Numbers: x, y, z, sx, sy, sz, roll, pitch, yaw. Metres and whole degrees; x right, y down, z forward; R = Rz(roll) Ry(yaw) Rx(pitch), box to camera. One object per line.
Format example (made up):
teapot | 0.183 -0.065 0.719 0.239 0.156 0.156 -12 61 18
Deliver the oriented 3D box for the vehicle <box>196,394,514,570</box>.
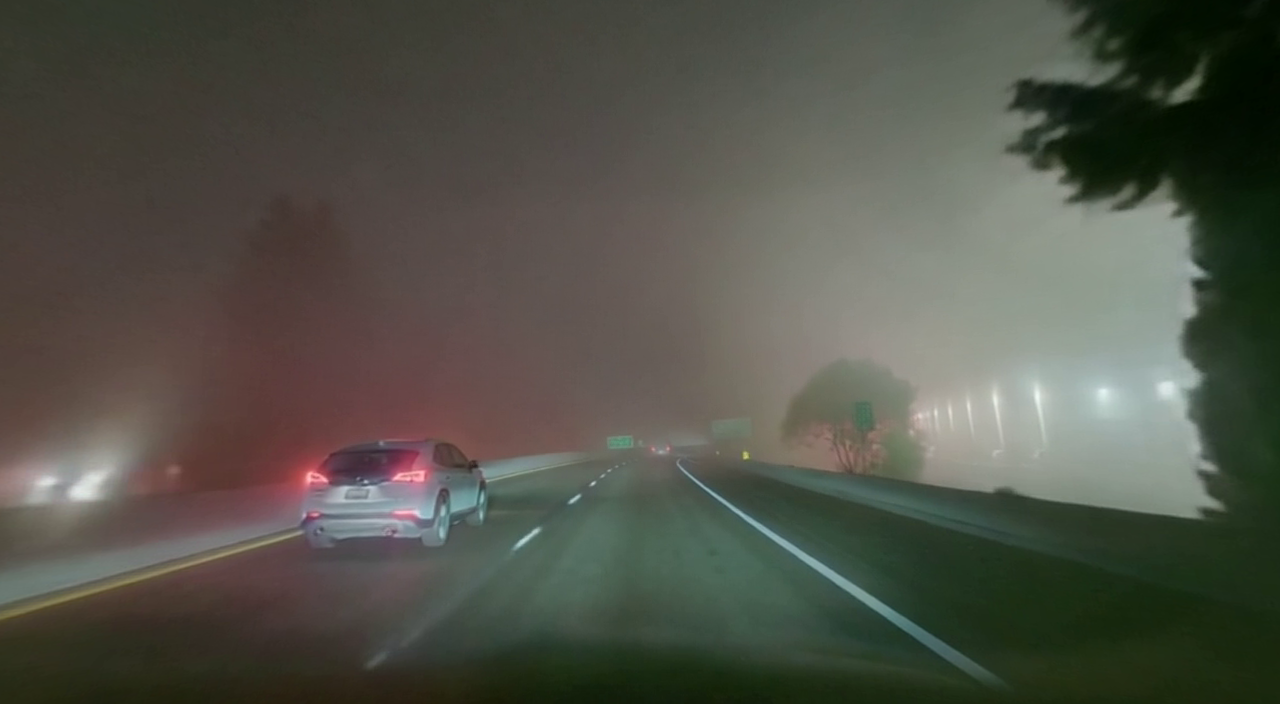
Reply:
vehicle | -3.617 1.813 9.666 2.143 1.851 5.817 0 -9 0
